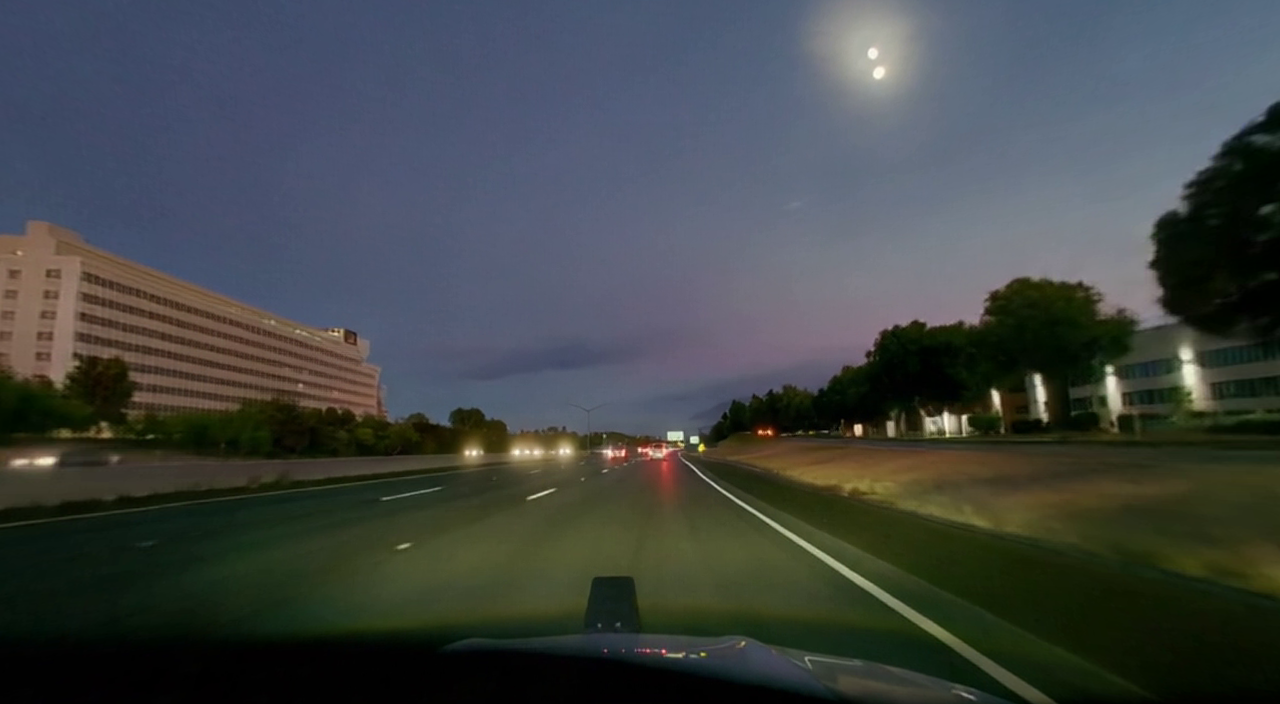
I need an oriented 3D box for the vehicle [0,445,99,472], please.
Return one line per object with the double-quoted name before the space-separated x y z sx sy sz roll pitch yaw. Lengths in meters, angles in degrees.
"vehicle" -34.997 6.258 37.326 1.827 1.461 4.484 -1 -8 6
